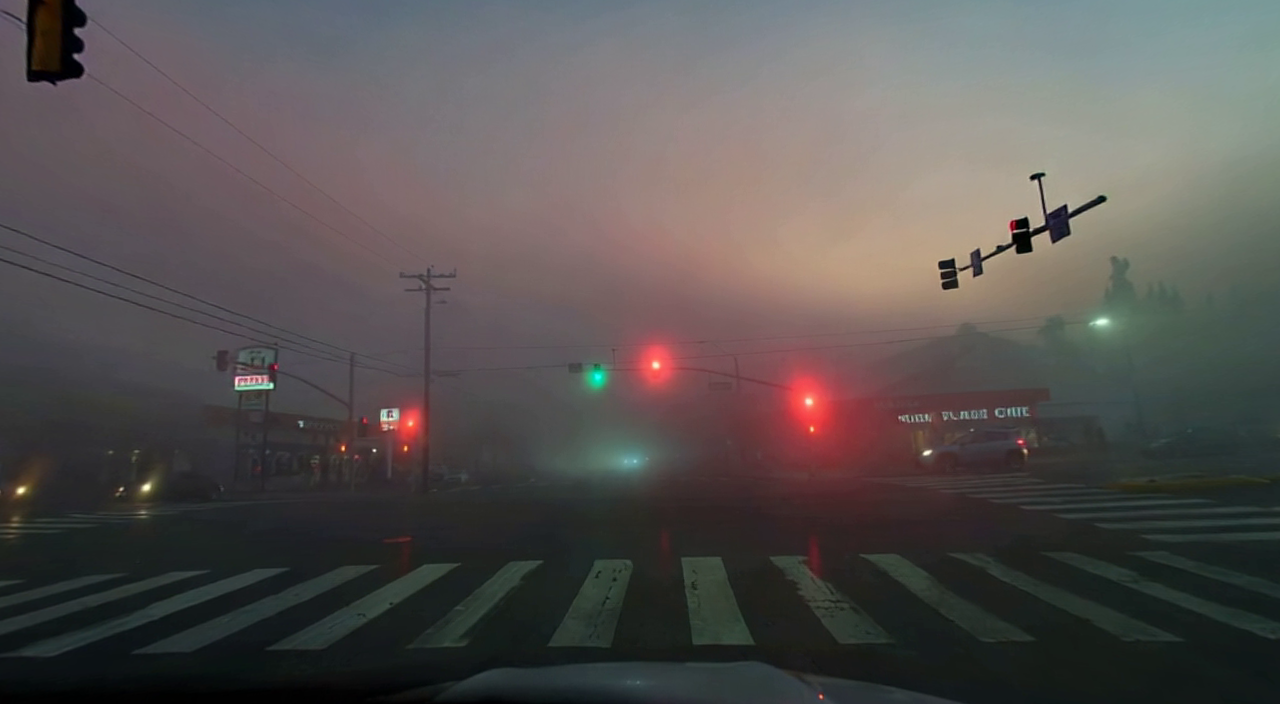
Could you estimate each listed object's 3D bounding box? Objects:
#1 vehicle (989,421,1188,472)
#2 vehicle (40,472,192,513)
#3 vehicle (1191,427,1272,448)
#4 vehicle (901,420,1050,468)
[{"bbox_3d":[14.358,3.097,20.619,4.835,1.487,1.913,-4,-9,20],"label":"vehicle"},{"bbox_3d":[-21.196,5.679,25.656,4.676,1.463,1.909,-1,-8,6],"label":"vehicle"},{"bbox_3d":[42.046,6.067,44.915,4.347,1.446,1.777,1,-9,-9],"label":"vehicle"},{"bbox_3d":[13.023,3.652,24.946,4.916,1.730,1.986,-4,-9,21],"label":"vehicle"}]
